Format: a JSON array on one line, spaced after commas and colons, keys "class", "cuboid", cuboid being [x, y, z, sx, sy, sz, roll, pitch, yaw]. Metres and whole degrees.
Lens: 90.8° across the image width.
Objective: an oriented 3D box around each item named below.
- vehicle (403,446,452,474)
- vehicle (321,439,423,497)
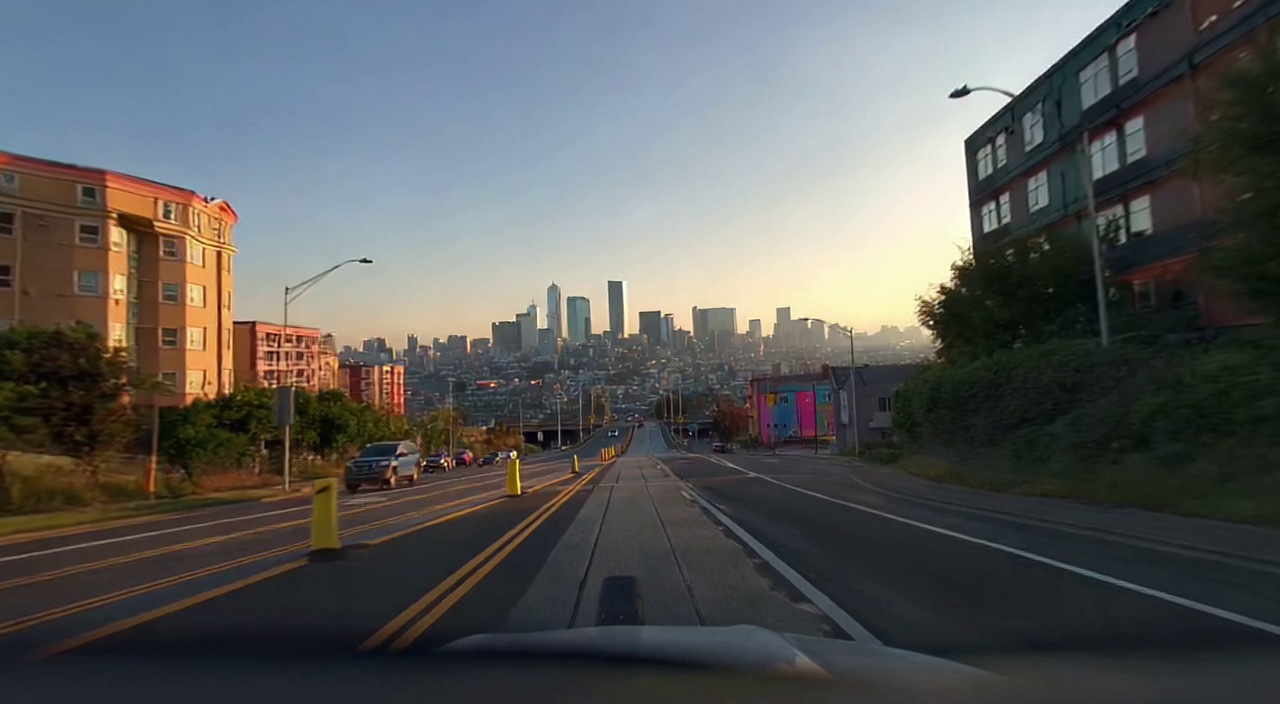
[{"class": "vehicle", "cuboid": [-12.770, 6.493, 38.225, 2.145, 1.559, 4.967, 2, -9, -11]}, {"class": "vehicle", "cuboid": [-9.625, 4.145, 23.145, 2.112, 1.873, 4.717, 1, -8, -7]}]
